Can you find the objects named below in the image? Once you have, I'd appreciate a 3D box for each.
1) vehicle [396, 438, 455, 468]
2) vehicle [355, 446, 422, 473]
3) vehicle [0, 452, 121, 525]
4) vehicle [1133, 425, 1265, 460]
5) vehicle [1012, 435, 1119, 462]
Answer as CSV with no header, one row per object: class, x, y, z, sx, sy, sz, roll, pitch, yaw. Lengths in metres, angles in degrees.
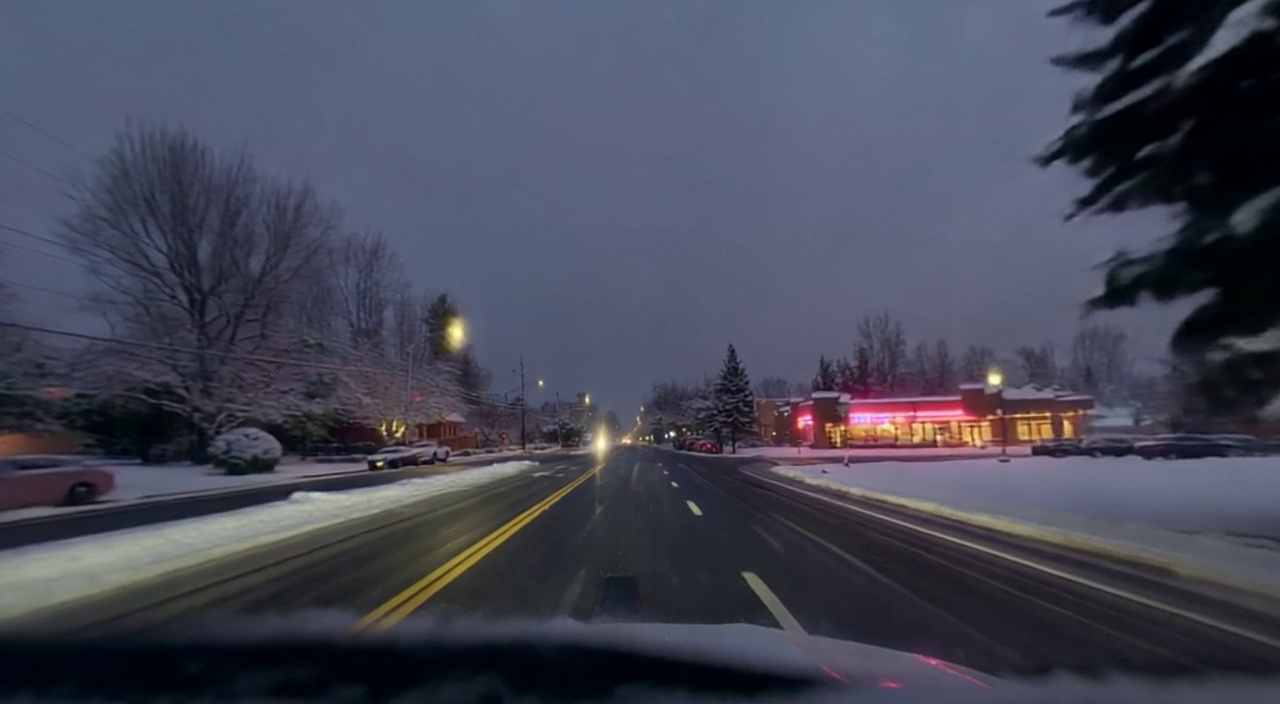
vehicle,-14.981,7.078,44.593,2.164,1.933,5.804,0,-8,0
vehicle,-15.084,6.473,38.228,2.106,1.479,4.541,0,-8,1
vehicle,-14.703,3.024,14.125,2.124,1.501,4.807,0,-8,0
vehicle,30.584,4.991,34.751,4.841,1.815,2.151,-2,-9,15
vehicle,24.325,5.571,36.339,4.622,1.466,2.066,-3,-9,16
